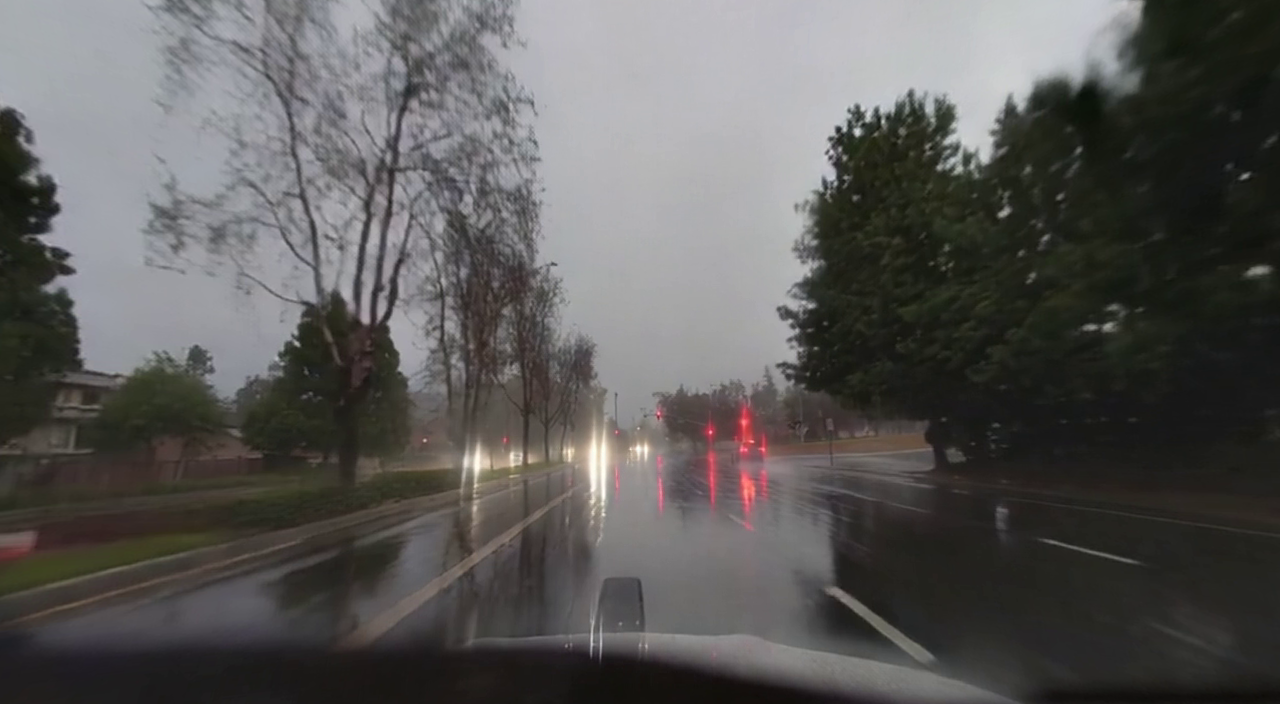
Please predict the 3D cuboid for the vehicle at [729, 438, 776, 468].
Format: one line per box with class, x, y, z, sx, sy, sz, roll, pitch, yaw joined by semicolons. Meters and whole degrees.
vehicle;6.822;6.230;38.906;2.011;1.710;4.357;0;-9;-1
